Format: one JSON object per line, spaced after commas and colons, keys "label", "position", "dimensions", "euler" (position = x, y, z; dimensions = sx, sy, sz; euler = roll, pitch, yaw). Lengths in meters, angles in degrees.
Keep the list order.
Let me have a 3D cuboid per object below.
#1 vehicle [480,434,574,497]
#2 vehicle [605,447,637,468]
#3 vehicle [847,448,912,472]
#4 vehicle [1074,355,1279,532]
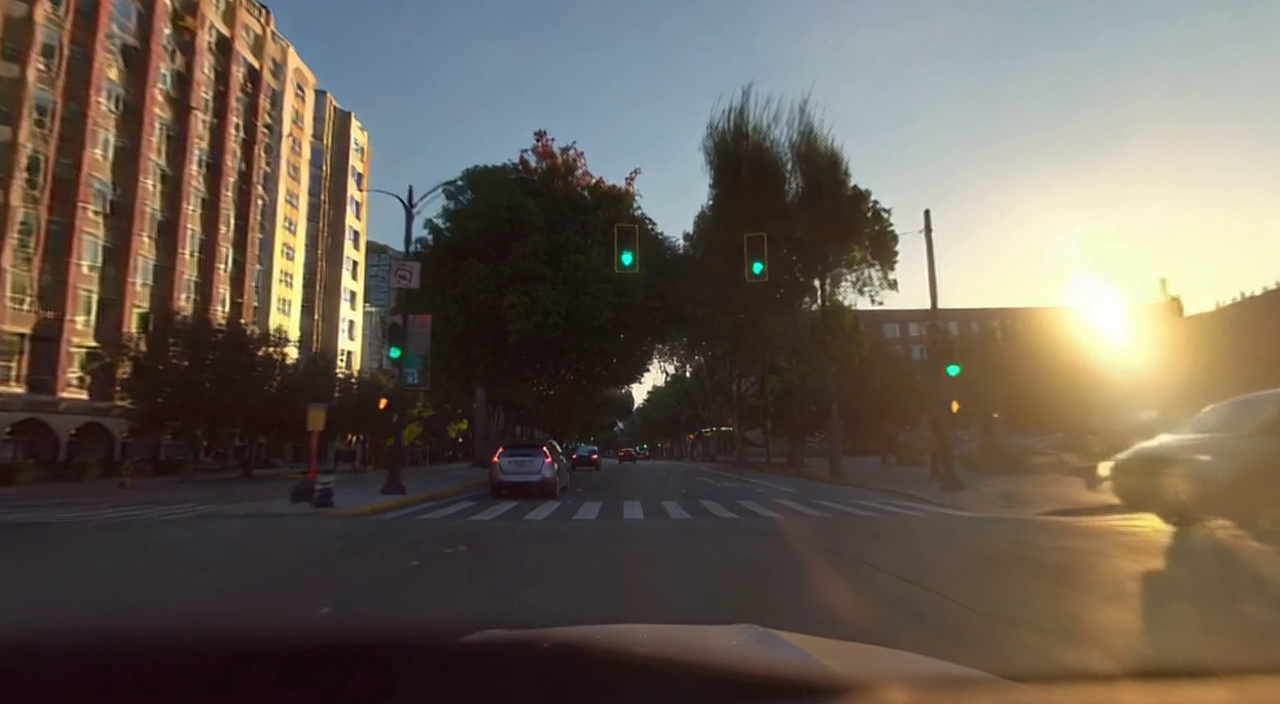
{"label": "vehicle", "position": [-3.372, 3.494, 19.783], "dimensions": [2.116, 1.725, 4.315], "euler": [0, -9, 0]}
{"label": "vehicle", "position": [-1.404, 7.610, 45.590], "dimensions": [2.095, 1.438, 3.843], "euler": [1, -9, -5]}
{"label": "vehicle", "position": [16.807, 7.592, 44.393], "dimensions": [3.757, 1.383, 1.817], "euler": [-2, -6, -3]}
{"label": "vehicle", "position": [11.929, 1.480, 11.283], "dimensions": [6.233, 2.668, 2.627], "euler": [-3, -9, -3]}
